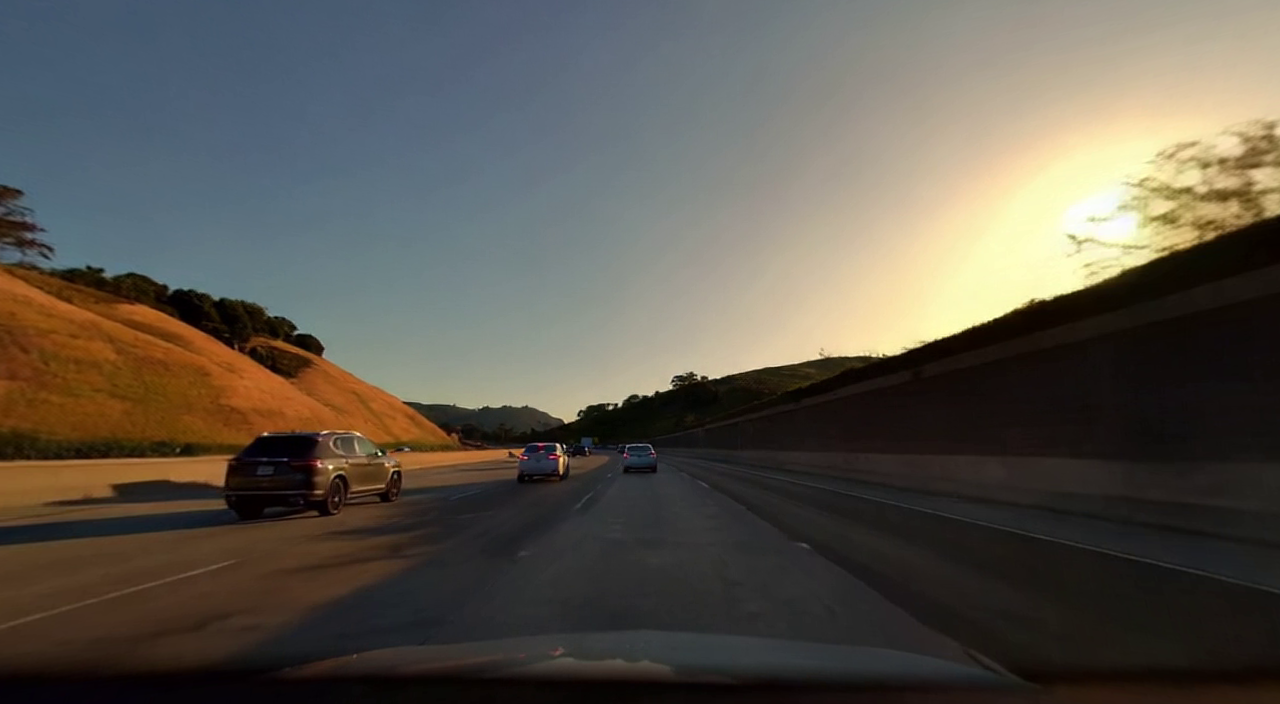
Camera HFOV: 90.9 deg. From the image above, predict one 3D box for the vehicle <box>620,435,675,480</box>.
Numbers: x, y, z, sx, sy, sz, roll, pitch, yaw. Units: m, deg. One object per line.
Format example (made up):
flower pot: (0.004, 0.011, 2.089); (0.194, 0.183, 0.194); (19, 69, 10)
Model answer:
vehicle: (0.292, 4.603, 27.716); (2.233, 1.804, 4.273); (0, -9, -1)

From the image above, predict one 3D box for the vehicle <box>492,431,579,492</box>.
vehicle: (-3.404, 3.672, 21.483); (2.093, 1.820, 4.506); (0, -9, 1)

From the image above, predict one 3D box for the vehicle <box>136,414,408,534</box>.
vehicle: (-6.706, 2.294, 12.474); (2.108, 1.856, 5.214); (0, -9, 1)
